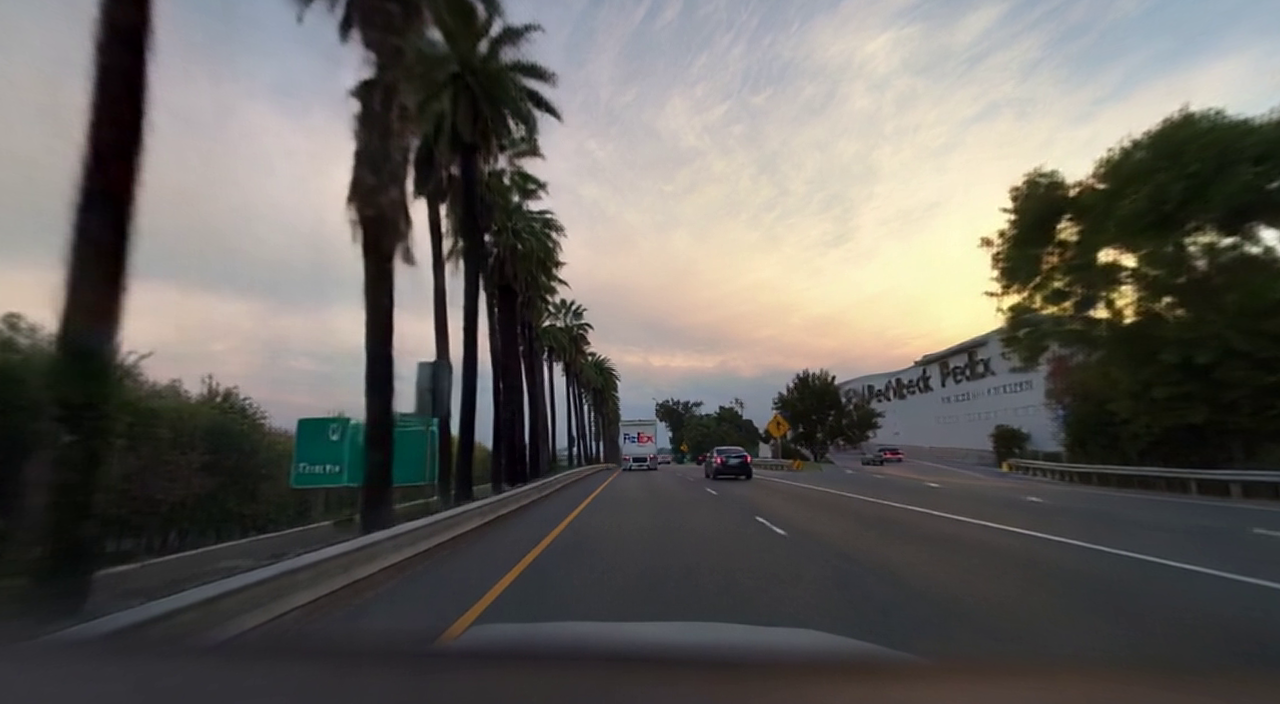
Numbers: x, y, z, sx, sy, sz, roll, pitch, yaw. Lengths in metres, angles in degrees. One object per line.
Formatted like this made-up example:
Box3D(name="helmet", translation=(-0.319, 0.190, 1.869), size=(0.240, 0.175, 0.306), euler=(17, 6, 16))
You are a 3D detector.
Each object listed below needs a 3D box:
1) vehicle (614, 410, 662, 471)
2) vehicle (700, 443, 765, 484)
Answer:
Box3D(name="vehicle", translation=(-0.231, 6.875, 48.531), size=(3.243, 4.134, 11.656), euler=(0, -9, -1))
Box3D(name="vehicle", translation=(3.734, 4.587, 26.185), size=(1.966, 1.558, 4.238), euler=(0, -9, -1))
